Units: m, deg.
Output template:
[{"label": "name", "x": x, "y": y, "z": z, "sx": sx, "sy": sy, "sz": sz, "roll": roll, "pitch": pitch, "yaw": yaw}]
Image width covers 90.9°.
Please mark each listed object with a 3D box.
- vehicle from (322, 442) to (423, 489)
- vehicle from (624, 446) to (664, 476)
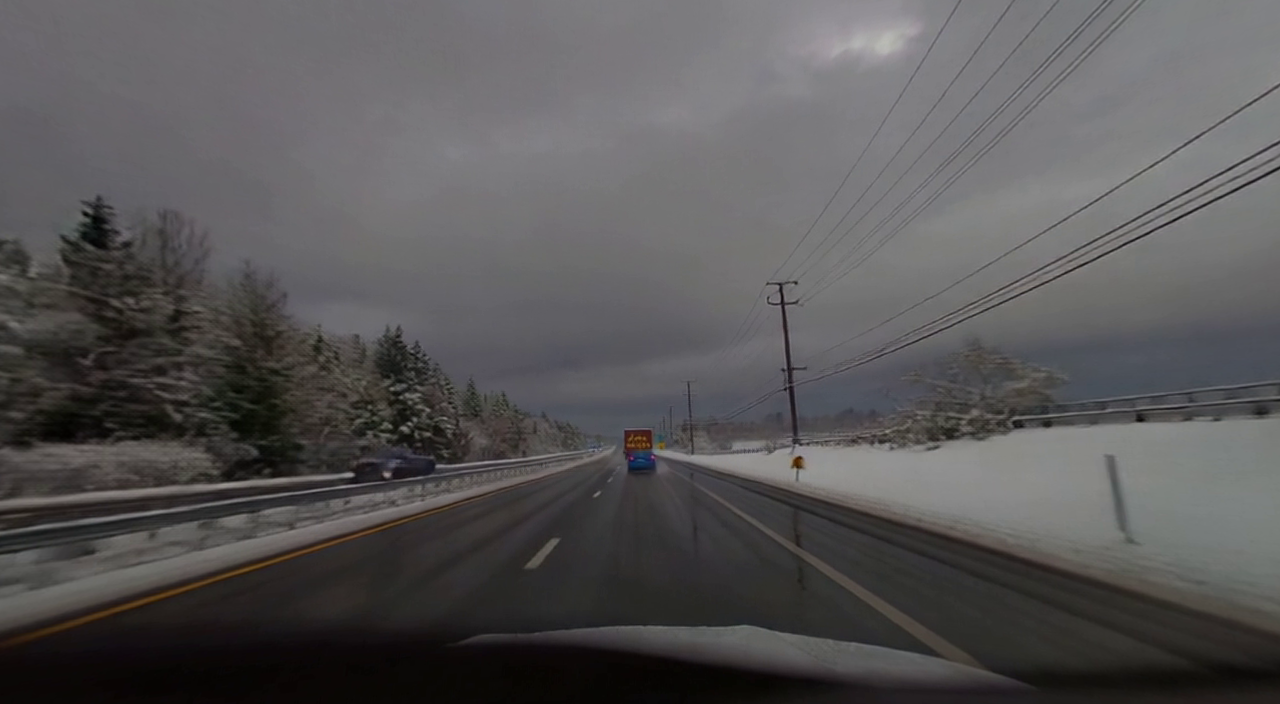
[{"label": "vehicle", "x": -9.170, "y": 3.914, "z": 21.935, "sx": 1.838, "sy": 1.480, "sz": 3.699, "roll": 0, "pitch": -9, "yaw": 0}, {"label": "vehicle", "x": 0.150, "y": 5.920, "z": 34.444, "sx": 2.080, "sy": 1.486, "sz": 3.813, "roll": 0, "pitch": -9, "yaw": -1}]
